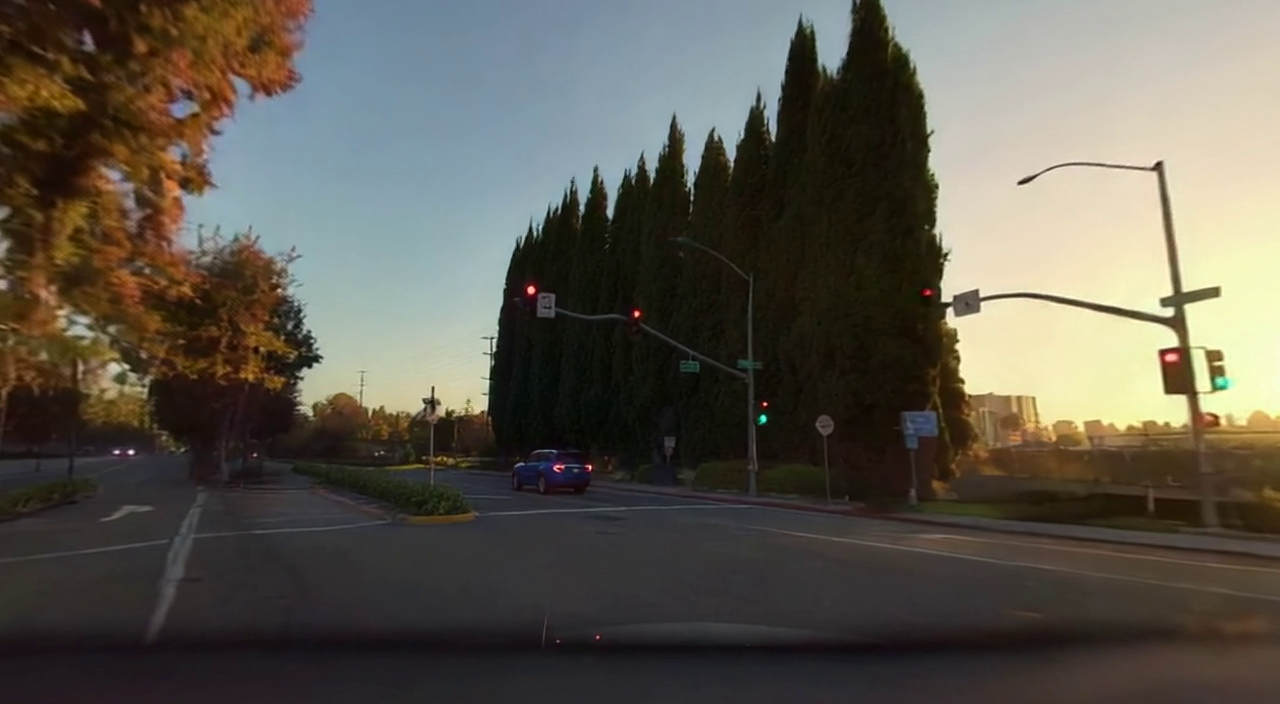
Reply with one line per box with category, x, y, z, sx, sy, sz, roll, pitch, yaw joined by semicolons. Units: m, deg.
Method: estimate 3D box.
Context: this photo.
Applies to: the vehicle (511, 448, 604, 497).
vehicle;-3.578;4.937;26.418;2.284;1.788;4.871;5;-9;-27
